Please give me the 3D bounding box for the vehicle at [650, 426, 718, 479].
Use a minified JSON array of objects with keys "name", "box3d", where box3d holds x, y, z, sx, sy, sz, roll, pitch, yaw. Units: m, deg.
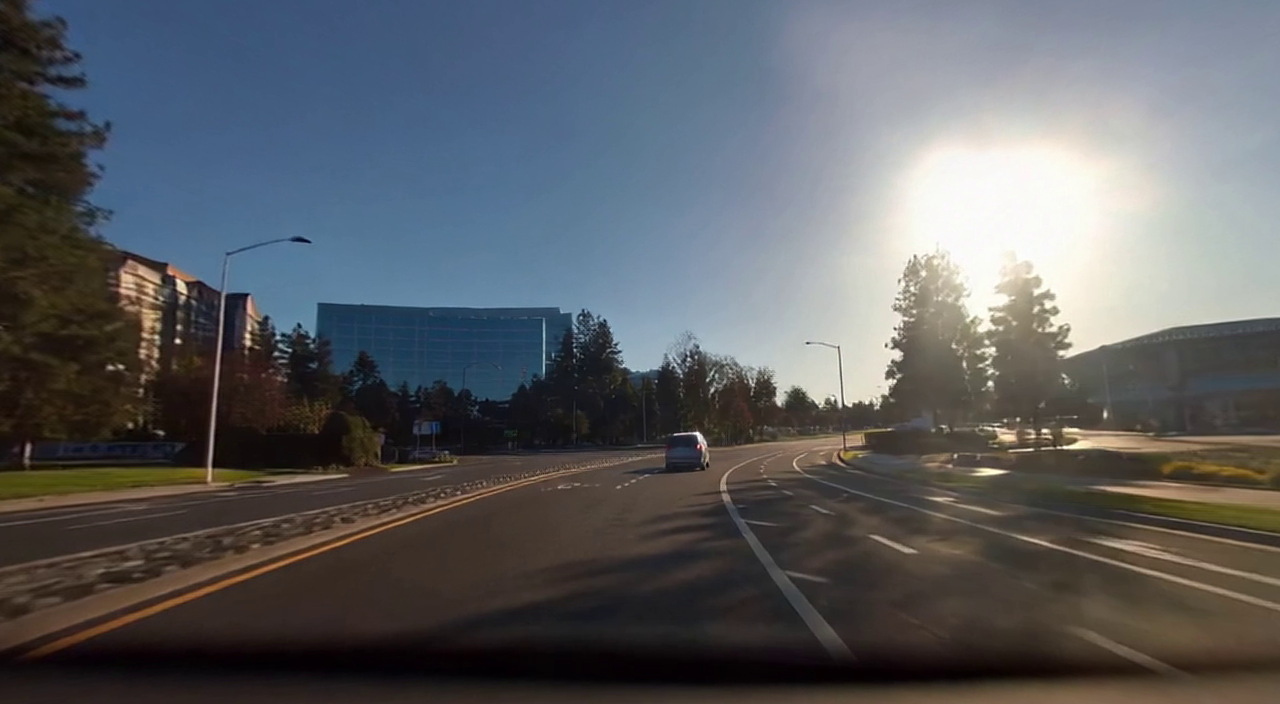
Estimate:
[{"name":"vehicle","box3d":[1.965,4.167,26.273,2.371,1.926,5.615,-1,-9,8]}]
